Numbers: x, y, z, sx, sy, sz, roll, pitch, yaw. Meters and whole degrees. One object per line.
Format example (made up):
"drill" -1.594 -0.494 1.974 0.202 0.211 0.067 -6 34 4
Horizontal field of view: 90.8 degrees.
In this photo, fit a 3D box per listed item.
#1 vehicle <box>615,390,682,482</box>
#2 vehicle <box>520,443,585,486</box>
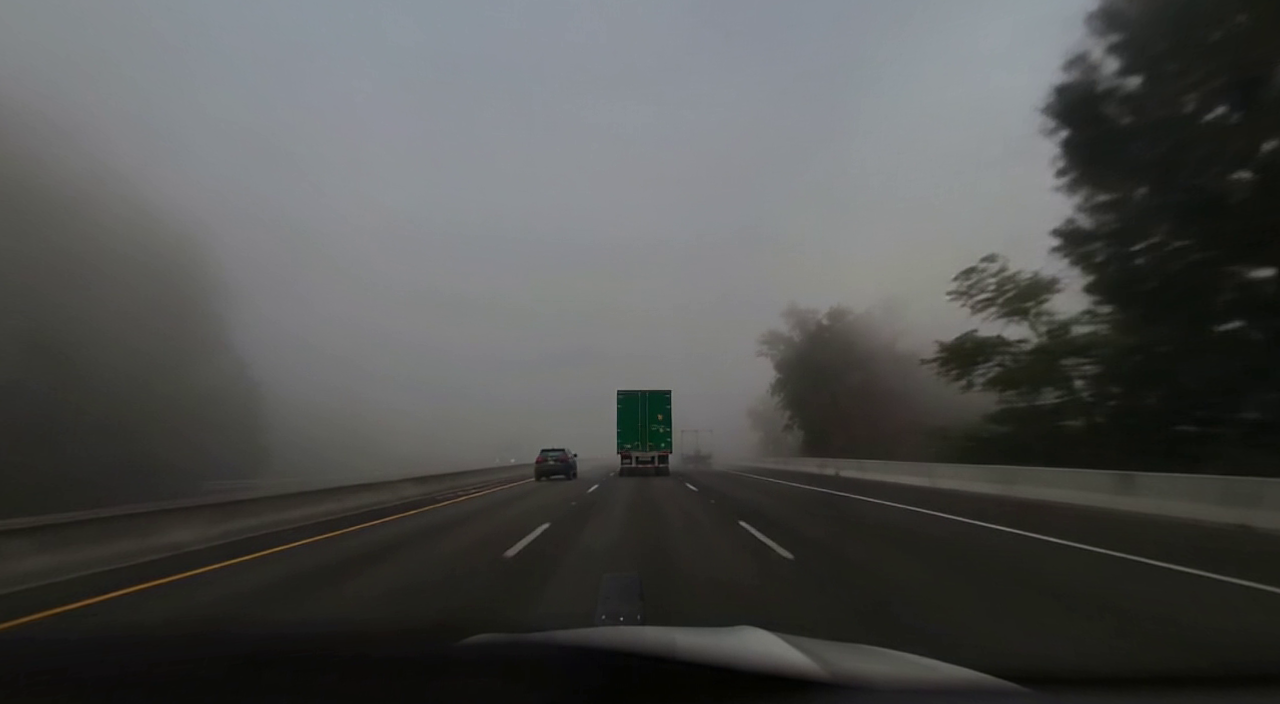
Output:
"vehicle" 0.296 4.554 33.372 2.932 4.042 11.054 0 -9 -1
"vehicle" -3.598 4.737 26.896 2.173 1.657 4.401 0 -9 -1
